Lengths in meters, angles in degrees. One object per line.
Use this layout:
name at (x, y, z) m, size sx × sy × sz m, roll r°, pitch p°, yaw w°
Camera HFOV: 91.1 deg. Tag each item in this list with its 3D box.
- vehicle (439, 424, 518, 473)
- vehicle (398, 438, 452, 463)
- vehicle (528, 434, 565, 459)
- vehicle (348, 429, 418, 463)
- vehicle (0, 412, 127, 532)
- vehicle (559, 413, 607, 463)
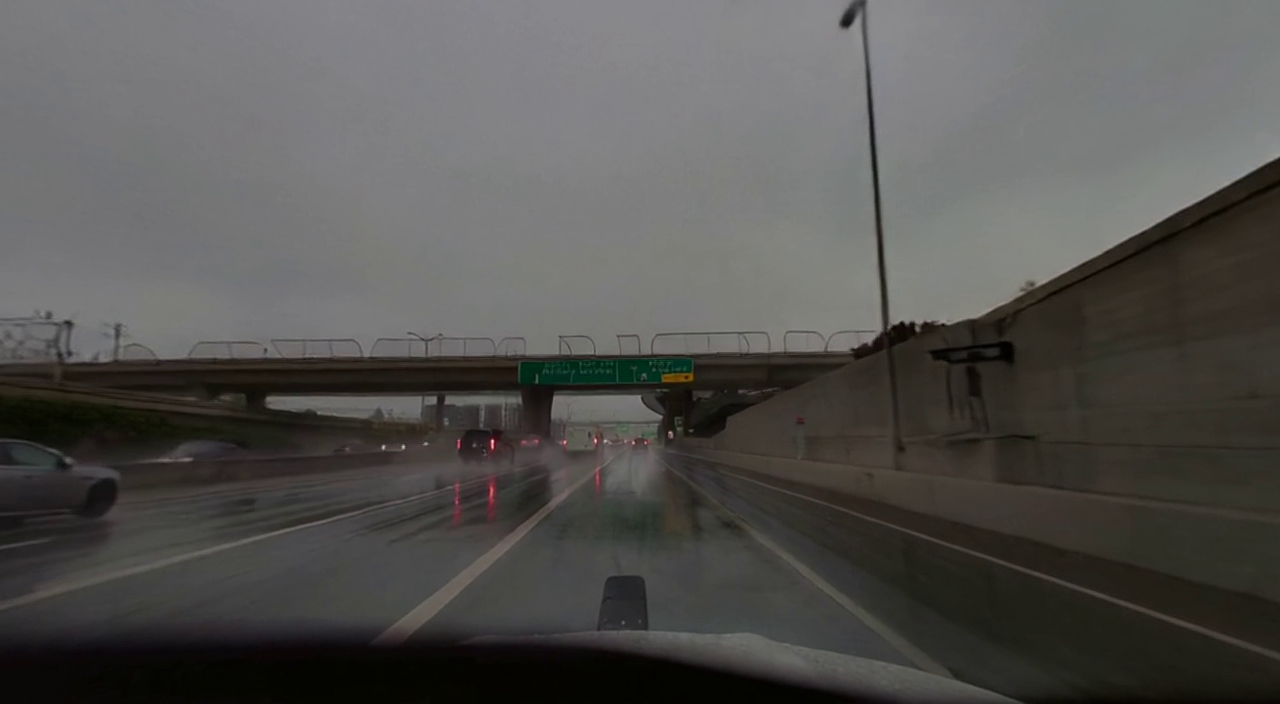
vehicle at (-6.928, 4.215, 27.492) m, size 2.179 × 1.948 × 4.618 m, roll 0°, pitch -8°, yaw 1°
vehicle at (-13.509, 6.196, 39.689) m, size 1.899 × 1.485 × 4.368 m, roll 0°, pitch -8°, yaw 0°
vehicle at (-7.002, 7.143, 47.529) m, size 2.109 × 1.784 × 4.709 m, roll 0°, pitch -8°, yaw -1°
vehicle at (-17.091, 6.285, 42.146) m, size 2.258 × 2.139 × 5.495 m, roll 0°, pitch -8°, yaw 2°
vehicle at (-10.141, 1.694, 8.775) m, size 1.940 × 1.706 × 4.678 m, roll 0°, pitch -8°, yaw 0°
vehicle at (-3.399, 5.332, 38.781) m, size 2.301 × 2.843 × 6.458 m, roll 0°, pitch -8°, yaw 0°
